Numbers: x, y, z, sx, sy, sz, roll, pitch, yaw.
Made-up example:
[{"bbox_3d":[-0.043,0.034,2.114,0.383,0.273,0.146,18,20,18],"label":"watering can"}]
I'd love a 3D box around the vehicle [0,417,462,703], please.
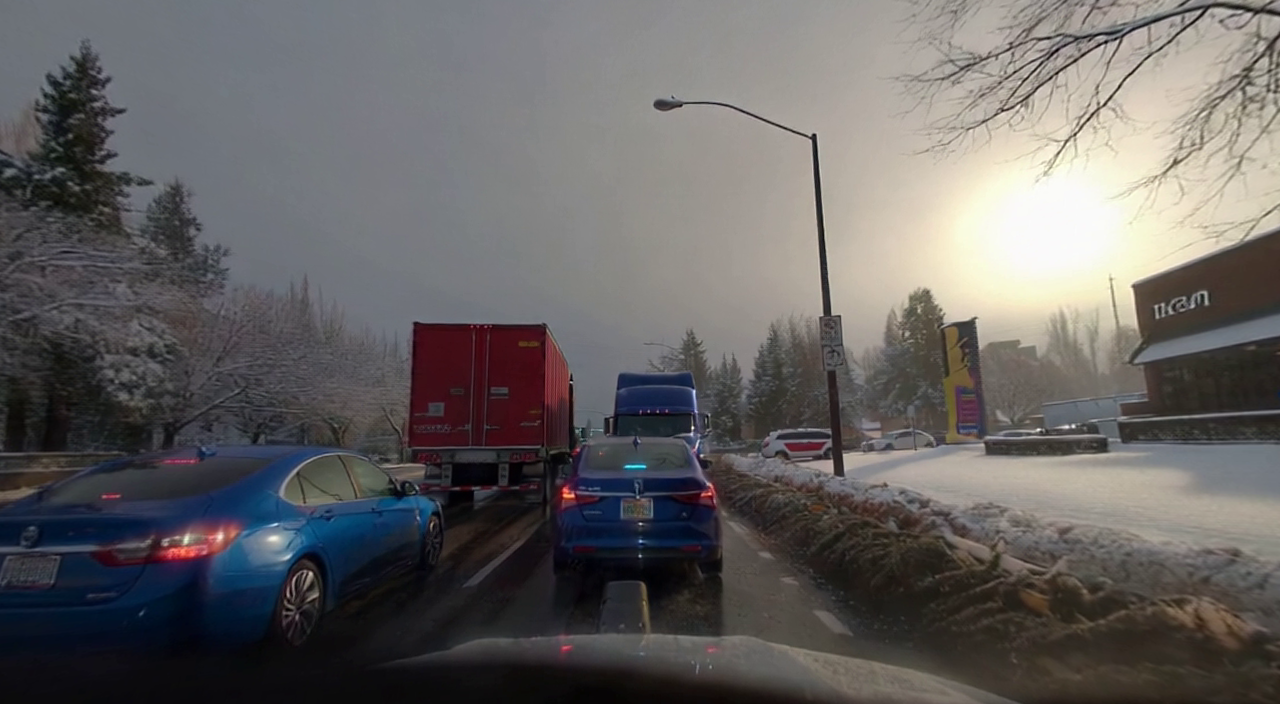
[{"bbox_3d":[-3.089,1.369,5.159,1.969,1.471,4.378,0,-8,0],"label":"vehicle"}]

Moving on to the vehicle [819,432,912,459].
[{"bbox_3d":[12.767,5.344,35.796,4.574,1.478,1.880,0,-8,3],"label":"vehicle"}]

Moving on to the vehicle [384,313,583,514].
[{"bbox_3d":[-3.254,1.649,15.469,3.020,3.800,7.105,0,-8,0],"label":"vehicle"}]

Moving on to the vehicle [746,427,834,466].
[{"bbox_3d":[7.782,4.982,33.066,2.061,1.845,4.829,3,-9,-21],"label":"vehicle"}]

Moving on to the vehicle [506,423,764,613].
[{"bbox_3d":[-0.087,1.642,7.177,2.067,1.506,4.118,0,-8,-1],"label":"vehicle"}]
